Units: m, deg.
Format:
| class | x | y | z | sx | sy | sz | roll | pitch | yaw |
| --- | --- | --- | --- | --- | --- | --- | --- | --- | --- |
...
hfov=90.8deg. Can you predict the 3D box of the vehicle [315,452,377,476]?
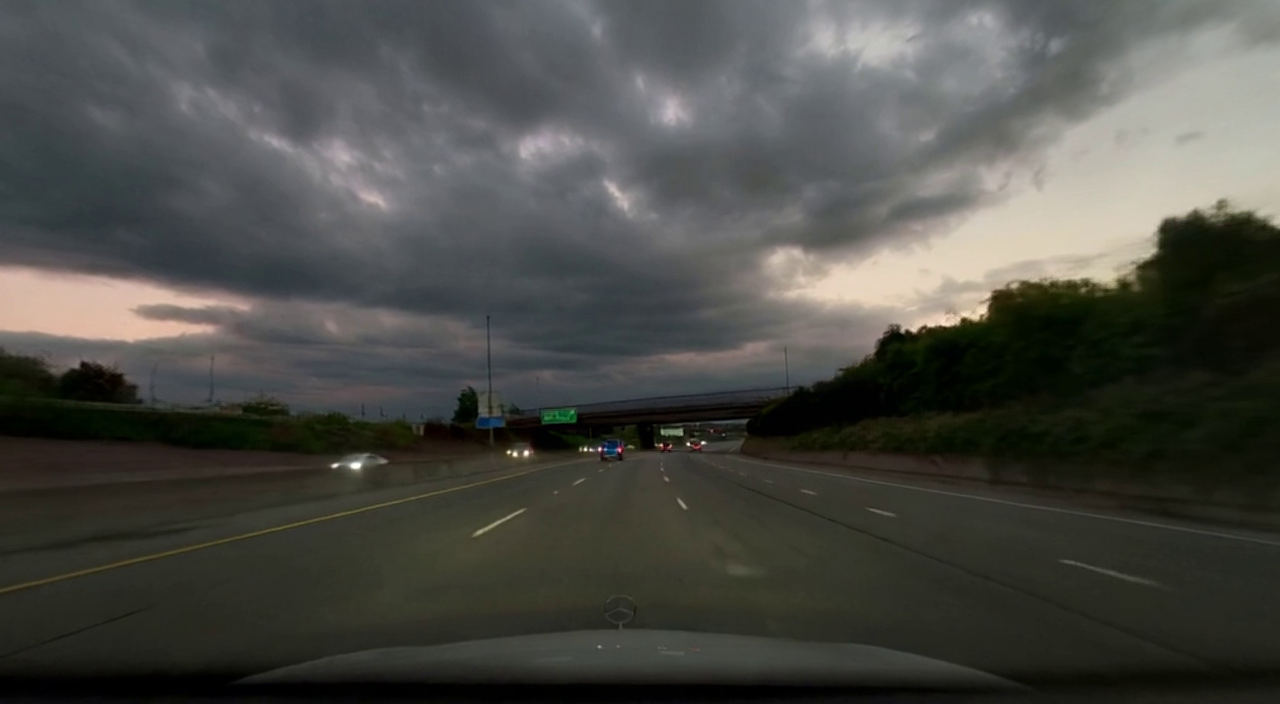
| class | x | y | z | sx | sy | sz | roll | pitch | yaw |
| --- | --- | --- | --- | --- | --- | --- | --- | --- | --- |
| vehicle | -20.090 | 7.638 | 43.342 | 2.041 | 1.479 | 4.244 | -1 | -8 | 3 |
